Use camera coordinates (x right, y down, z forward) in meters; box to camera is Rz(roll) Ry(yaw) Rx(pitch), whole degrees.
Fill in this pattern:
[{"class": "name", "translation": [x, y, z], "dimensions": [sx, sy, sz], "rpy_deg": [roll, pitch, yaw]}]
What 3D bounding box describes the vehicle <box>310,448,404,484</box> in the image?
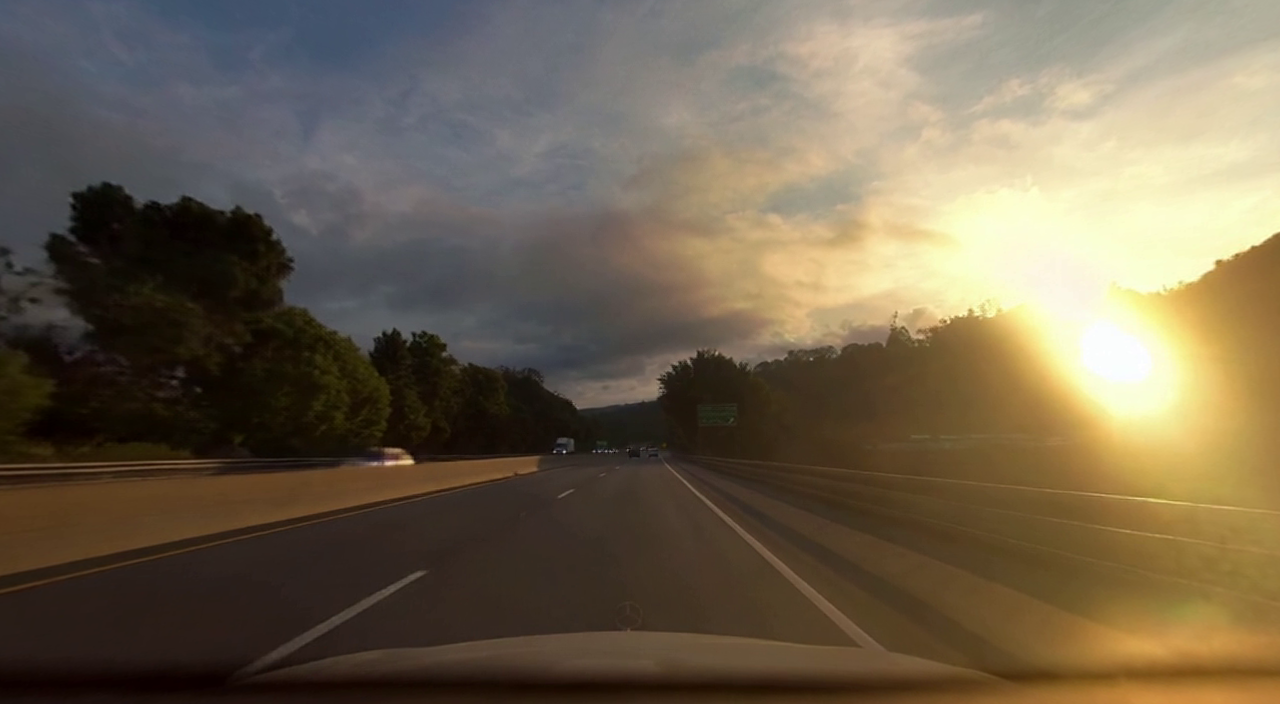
[{"class": "vehicle", "translation": [-12.381, 5.009, 27.963], "dimensions": [1.989, 1.456, 4.561], "rpy_deg": [0, -9, 1]}]
